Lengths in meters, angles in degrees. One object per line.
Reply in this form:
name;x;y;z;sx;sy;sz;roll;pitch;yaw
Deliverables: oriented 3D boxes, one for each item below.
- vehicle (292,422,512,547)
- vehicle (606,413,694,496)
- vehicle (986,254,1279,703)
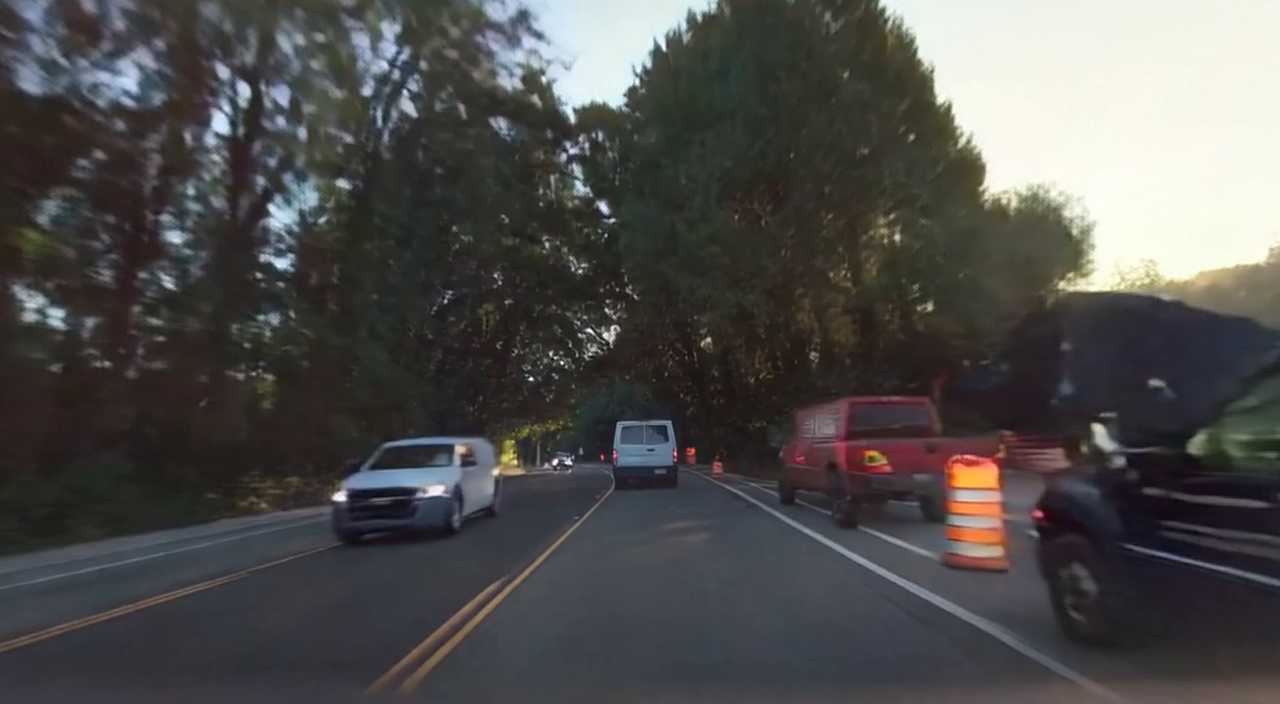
vehicle;-4.049;2.353;11.971;2.230;1.842;5.014;0;-9;0
vehicle;0.345;3.151;19.653;2.362;2.247;4.892;0;-9;2
vehicle;3.834;0.395;0.776;2.833;2.033;7.668;0;-9;3
